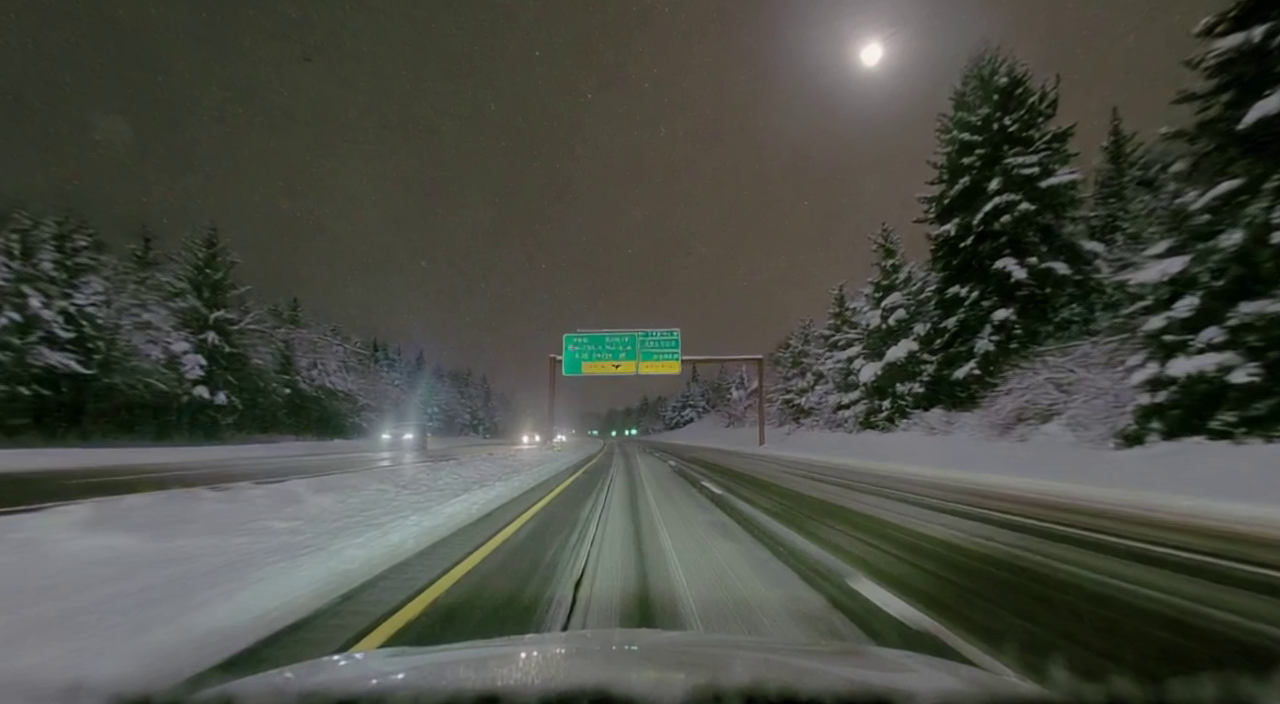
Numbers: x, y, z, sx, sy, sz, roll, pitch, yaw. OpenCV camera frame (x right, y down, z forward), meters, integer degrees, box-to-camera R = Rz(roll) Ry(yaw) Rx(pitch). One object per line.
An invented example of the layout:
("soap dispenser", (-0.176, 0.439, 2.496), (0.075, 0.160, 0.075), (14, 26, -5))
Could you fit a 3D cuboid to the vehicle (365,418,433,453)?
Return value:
("vehicle", (-14.400, 5.045, 38.000), (2.151, 1.930, 5.017), (0, -8, -1))
